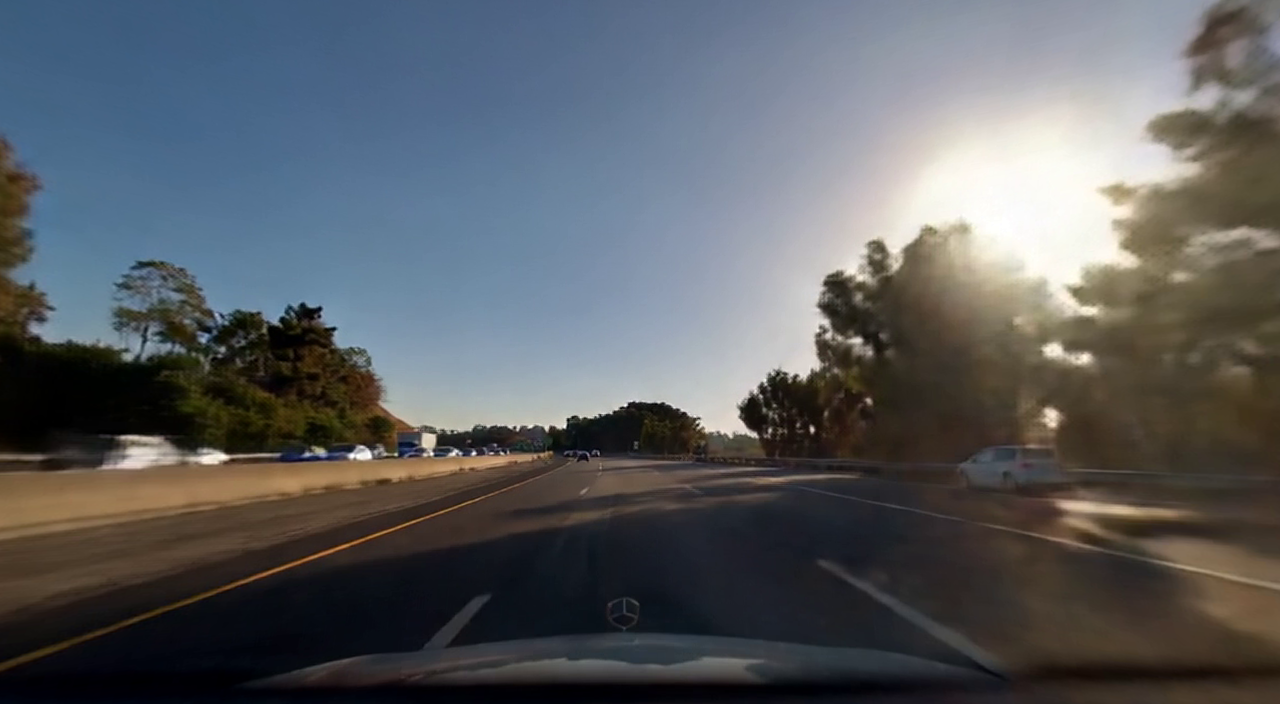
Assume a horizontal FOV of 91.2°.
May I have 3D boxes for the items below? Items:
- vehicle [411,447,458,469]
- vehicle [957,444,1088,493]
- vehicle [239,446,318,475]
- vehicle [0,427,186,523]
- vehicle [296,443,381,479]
[{"bbox_3d":[-14.527,7.496,44.504,1.898,1.484,4.729,0,-9,-2],"label":"vehicle"},{"bbox_3d":[14.889,4.542,24.791,2.020,1.738,4.549,0,-9,-4],"label":"vehicle"},{"bbox_3d":[-20.138,6.060,35.129,1.879,1.501,4.593,0,-9,-3],"label":"vehicle"},{"bbox_3d":[-11.322,2.288,12.018,1.881,1.515,4.661,0,-9,-3],"label":"vehicle"},{"bbox_3d":[-13.545,4.919,28.474,1.842,1.507,4.406,0,-9,-3],"label":"vehicle"}]
